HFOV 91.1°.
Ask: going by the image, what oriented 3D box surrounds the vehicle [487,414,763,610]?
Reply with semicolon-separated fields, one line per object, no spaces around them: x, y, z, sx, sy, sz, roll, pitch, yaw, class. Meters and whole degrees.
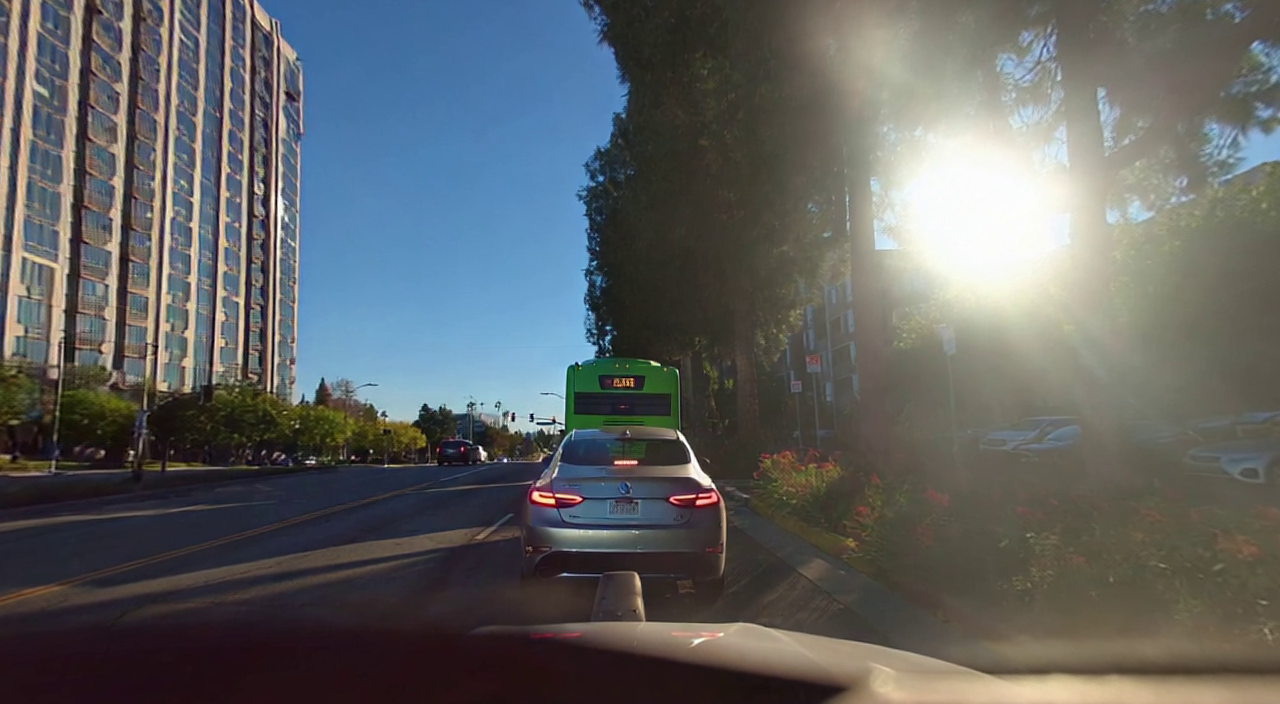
-0.157;1.465;6.749;2.064;1.452;3.942;0;-8;-1;vehicle
